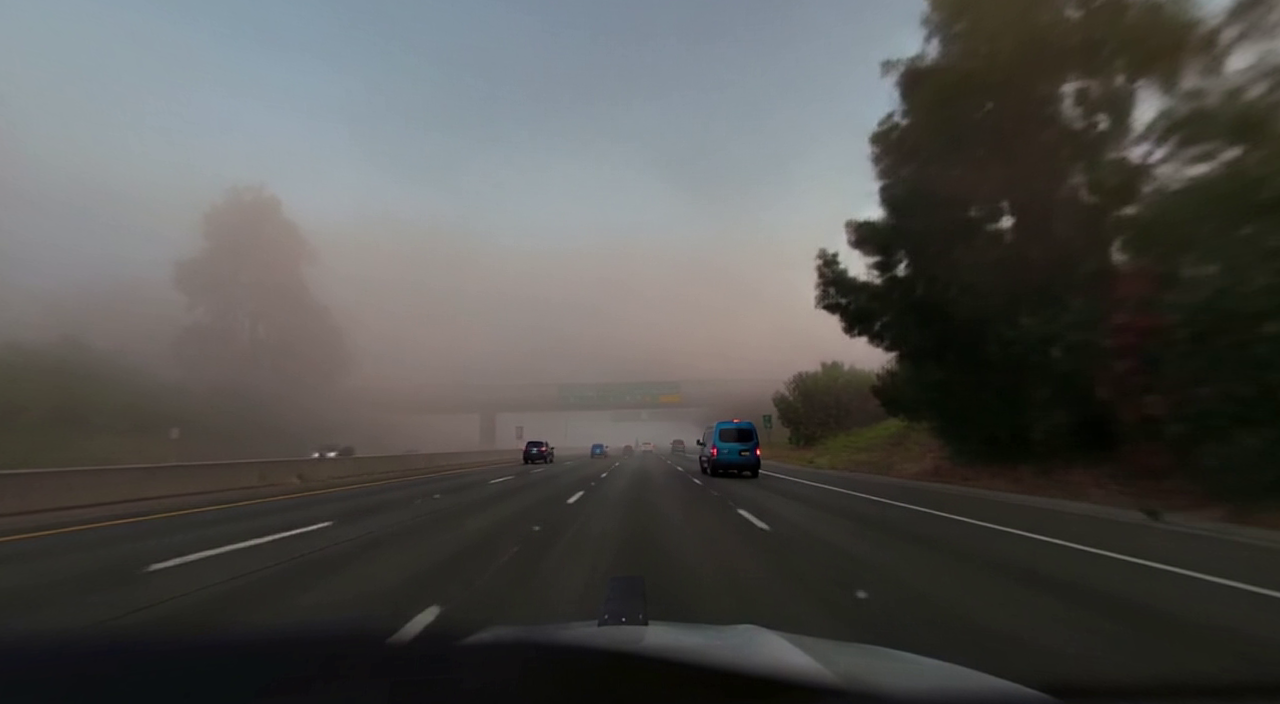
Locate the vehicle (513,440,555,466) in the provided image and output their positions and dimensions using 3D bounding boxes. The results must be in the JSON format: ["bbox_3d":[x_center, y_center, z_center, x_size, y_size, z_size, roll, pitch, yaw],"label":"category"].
[{"bbox_3d":[-7.313,7.006,43.924,2.068,1.632,4.623,-1,-8,1],"label":"vehicle"}]

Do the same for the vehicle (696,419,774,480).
[{"bbox_3d":[3.803,4.059,26.397,2.347,2.234,5.352,0,-8,-1],"label":"vehicle"}]
